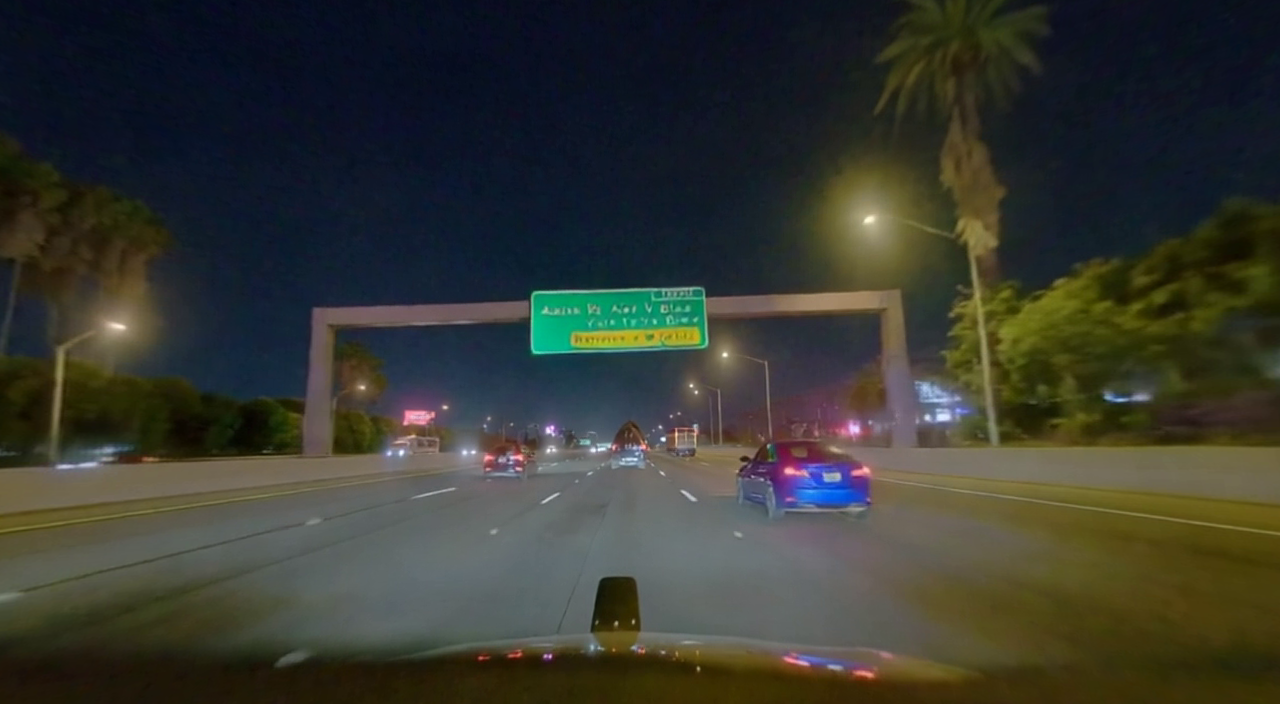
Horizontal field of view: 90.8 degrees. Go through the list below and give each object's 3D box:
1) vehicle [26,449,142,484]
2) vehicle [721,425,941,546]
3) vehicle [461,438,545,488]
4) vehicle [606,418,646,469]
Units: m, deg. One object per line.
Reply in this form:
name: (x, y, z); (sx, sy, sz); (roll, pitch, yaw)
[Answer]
vehicle: (-32.025, 6.576, 36.636); (2.151, 1.871, 4.979); (0, -9, 0)
vehicle: (2.876, 2.133, 10.846); (2.175, 1.598, 4.584); (0, -9, -2)
vehicle: (-4.859, 4.003, 23.171); (2.021, 1.598, 4.887); (0, -9, -1)
vehicle: (-0.949, 5.828, 40.356); (2.364, 2.953, 6.495); (0, -8, -2)
